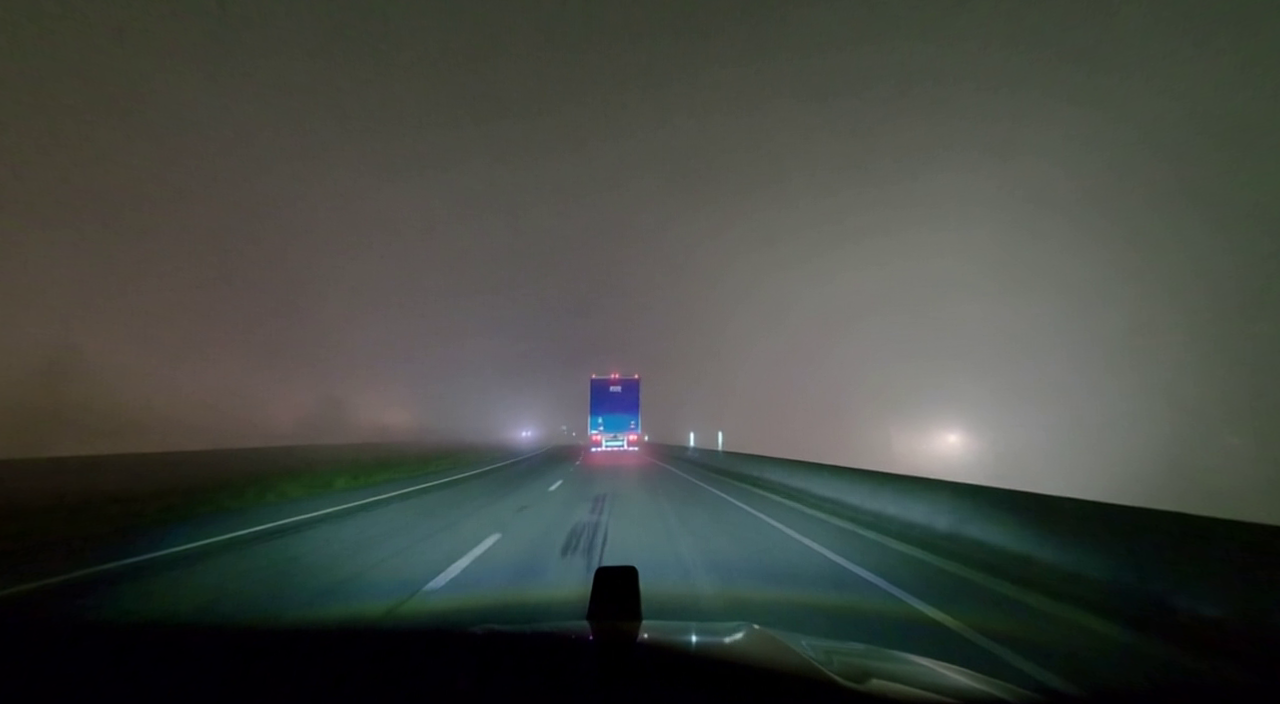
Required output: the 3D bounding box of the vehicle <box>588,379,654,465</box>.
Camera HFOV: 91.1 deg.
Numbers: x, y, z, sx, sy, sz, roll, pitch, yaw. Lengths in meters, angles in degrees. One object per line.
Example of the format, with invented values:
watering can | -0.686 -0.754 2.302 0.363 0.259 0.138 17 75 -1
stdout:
vehicle | -1.147 3.913 34.133 3.023 3.965 10.402 0 -8 -3
